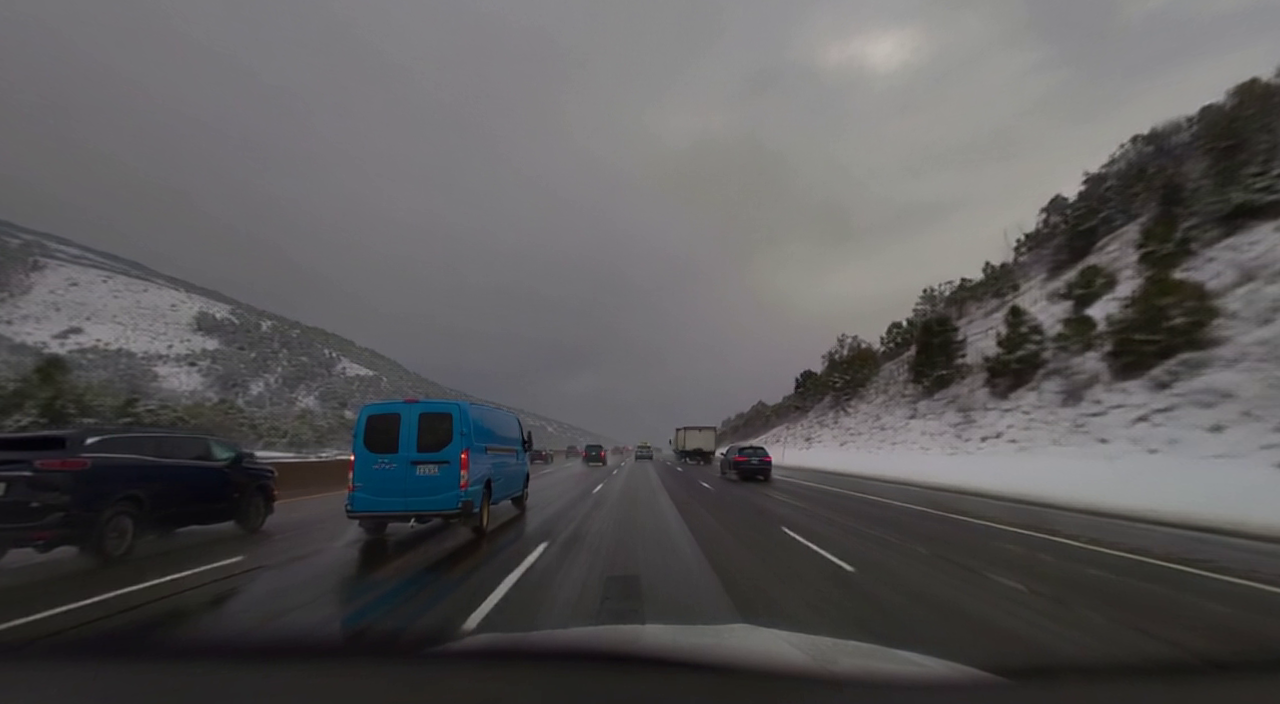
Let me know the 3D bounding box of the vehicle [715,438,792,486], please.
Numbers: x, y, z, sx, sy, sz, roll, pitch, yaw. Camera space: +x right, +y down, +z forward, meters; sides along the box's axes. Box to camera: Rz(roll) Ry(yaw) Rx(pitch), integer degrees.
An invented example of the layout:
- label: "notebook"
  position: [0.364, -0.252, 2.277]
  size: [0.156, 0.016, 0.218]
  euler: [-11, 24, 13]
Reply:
- label: "vehicle"
  position: [4.131, 4.076, 23.576]
  size: [2.051, 1.598, 4.145]
  euler: [0, -9, -1]

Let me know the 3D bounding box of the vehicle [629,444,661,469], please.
- label: "vehicle"
  position: [0.344, 6.811, 41.185]
  size: [2.014, 1.543, 3.804]
  euler: [0, -9, 0]

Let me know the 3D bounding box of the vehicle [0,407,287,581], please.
- label: "vehicle"
  position: [-7.372, 1.787, 8.745]
  size: [2.054, 1.715, 4.928]
  euler: [0, -9, 0]

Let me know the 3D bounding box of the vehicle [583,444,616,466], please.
- label: "vehicle"
  position: [-3.048, 7.892, 48.275]
  size: [2.138, 1.581, 4.340]
  euler: [0, -9, 1]

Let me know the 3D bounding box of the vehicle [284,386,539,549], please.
- label: "vehicle"
  position: [-3.578, 2.013, 11.521]
  size: [2.421, 2.203, 5.775]
  euler: [0, -9, 1]

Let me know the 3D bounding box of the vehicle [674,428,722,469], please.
- label: "vehicle"
  position: [4.153, 7.205, 46.994]
  size: [2.877, 2.730, 7.831]
  euler: [0, -9, 0]
